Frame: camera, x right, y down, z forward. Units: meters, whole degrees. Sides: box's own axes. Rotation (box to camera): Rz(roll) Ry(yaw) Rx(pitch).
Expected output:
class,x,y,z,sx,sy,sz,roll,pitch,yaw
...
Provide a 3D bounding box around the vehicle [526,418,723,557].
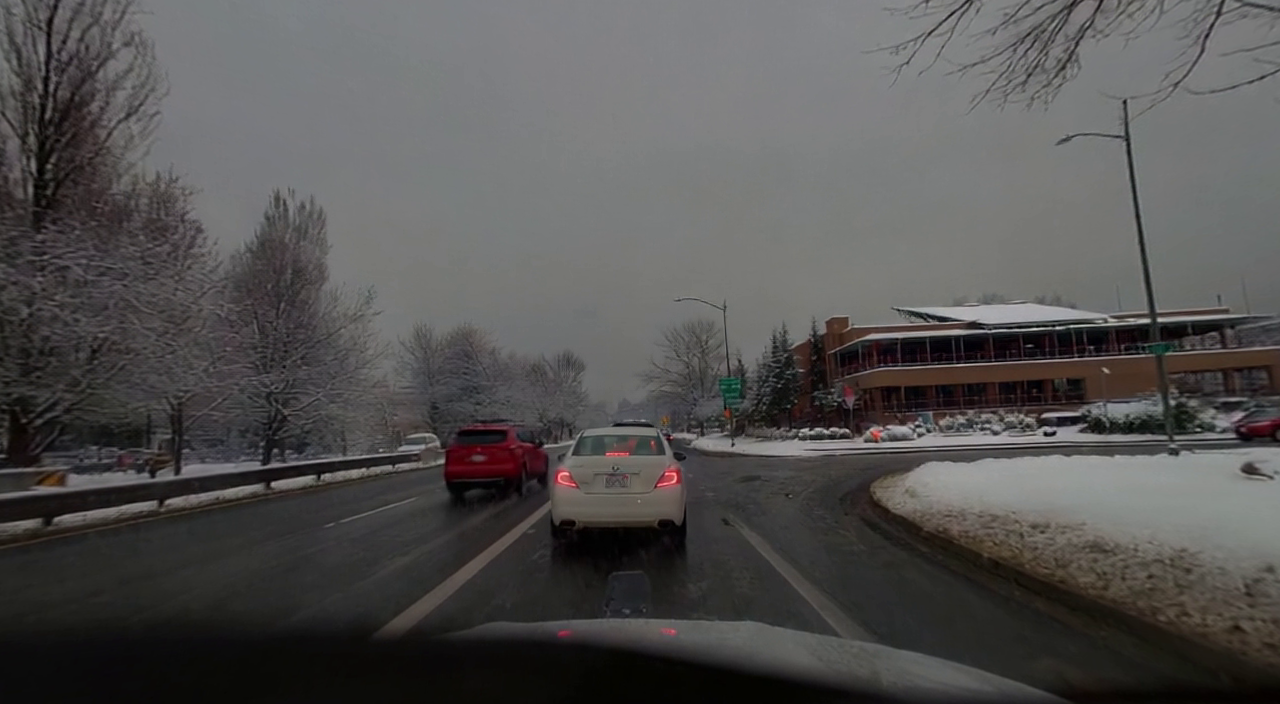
class,x,y,z,sx,sy,sz,roll,pitch,yaw
vehicle,-0.176,1.767,8.895,2.112,1.482,4.076,0,-8,0

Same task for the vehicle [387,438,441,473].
class,x,y,z,sx,sy,sz,roll,pitch,yaw
vehicle,-10.483,4.733,29.076,2.072,1.465,4.394,3,-9,-22

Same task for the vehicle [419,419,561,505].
class,x,y,z,sx,sy,sz,roll,pitch,yaw
vehicle,-3.226,2.479,14.583,2.139,1.680,4.344,0,-8,1
